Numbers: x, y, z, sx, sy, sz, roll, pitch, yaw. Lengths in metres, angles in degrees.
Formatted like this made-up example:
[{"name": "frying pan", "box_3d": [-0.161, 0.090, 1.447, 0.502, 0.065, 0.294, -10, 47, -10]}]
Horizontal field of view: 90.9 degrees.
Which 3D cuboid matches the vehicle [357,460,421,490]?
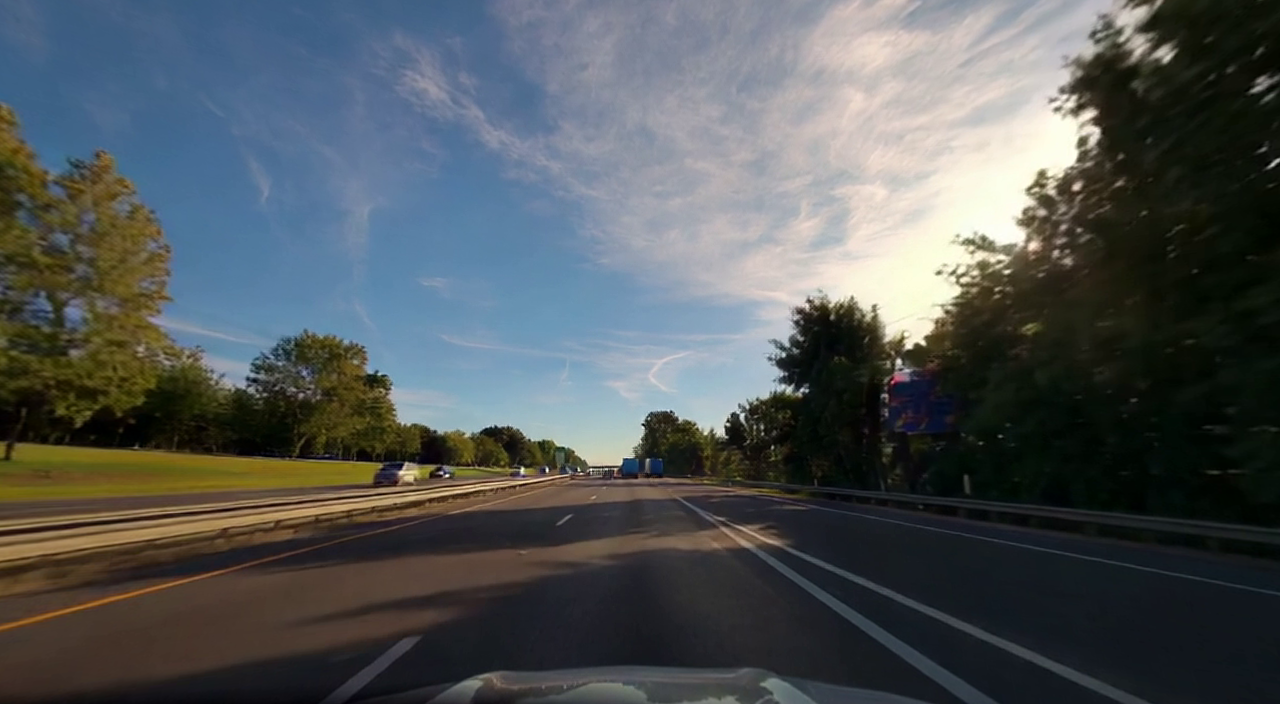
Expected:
[{"name": "vehicle", "box_3d": [-13.679, 6.714, 34.542, 1.859, 1.468, 3.965, 1, -10, 0]}]
